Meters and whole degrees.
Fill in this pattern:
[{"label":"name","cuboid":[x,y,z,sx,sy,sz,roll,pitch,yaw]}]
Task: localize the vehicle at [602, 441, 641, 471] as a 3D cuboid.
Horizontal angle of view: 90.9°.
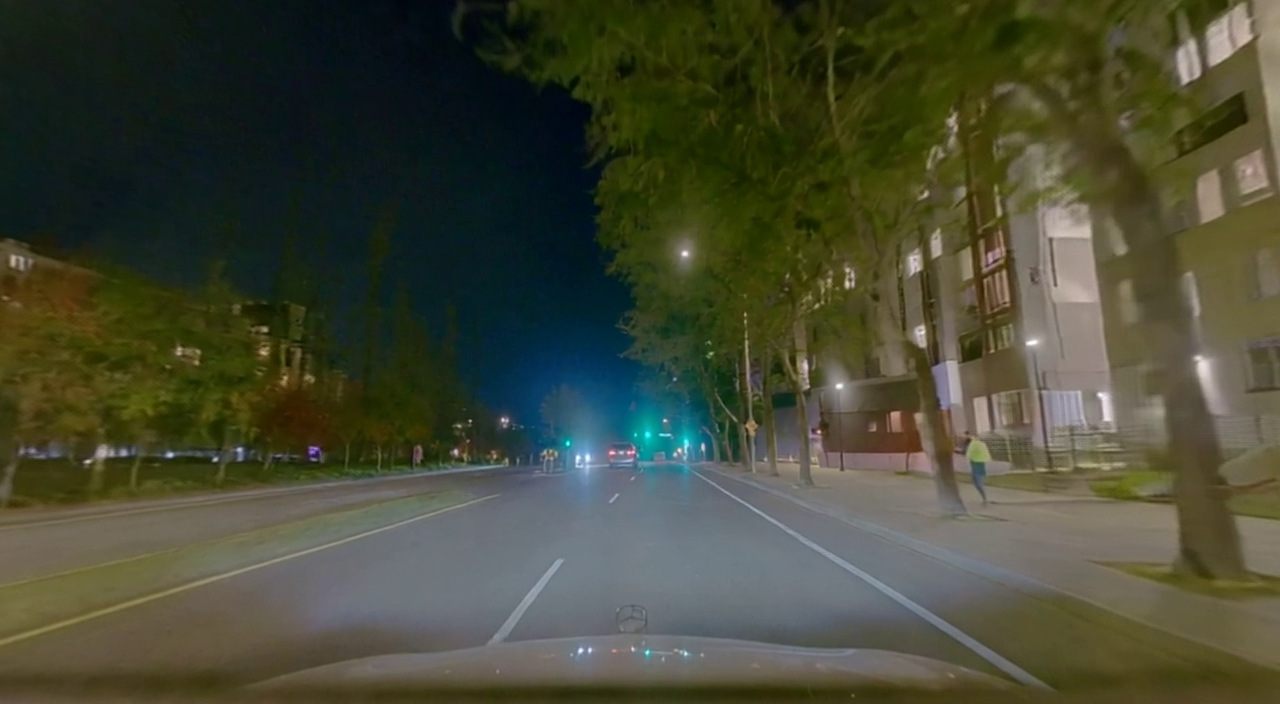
[{"label":"vehicle","cuboid":[-1.134,6.828,41.623,2.294,1.859,5.127,0,-9,2]}]
